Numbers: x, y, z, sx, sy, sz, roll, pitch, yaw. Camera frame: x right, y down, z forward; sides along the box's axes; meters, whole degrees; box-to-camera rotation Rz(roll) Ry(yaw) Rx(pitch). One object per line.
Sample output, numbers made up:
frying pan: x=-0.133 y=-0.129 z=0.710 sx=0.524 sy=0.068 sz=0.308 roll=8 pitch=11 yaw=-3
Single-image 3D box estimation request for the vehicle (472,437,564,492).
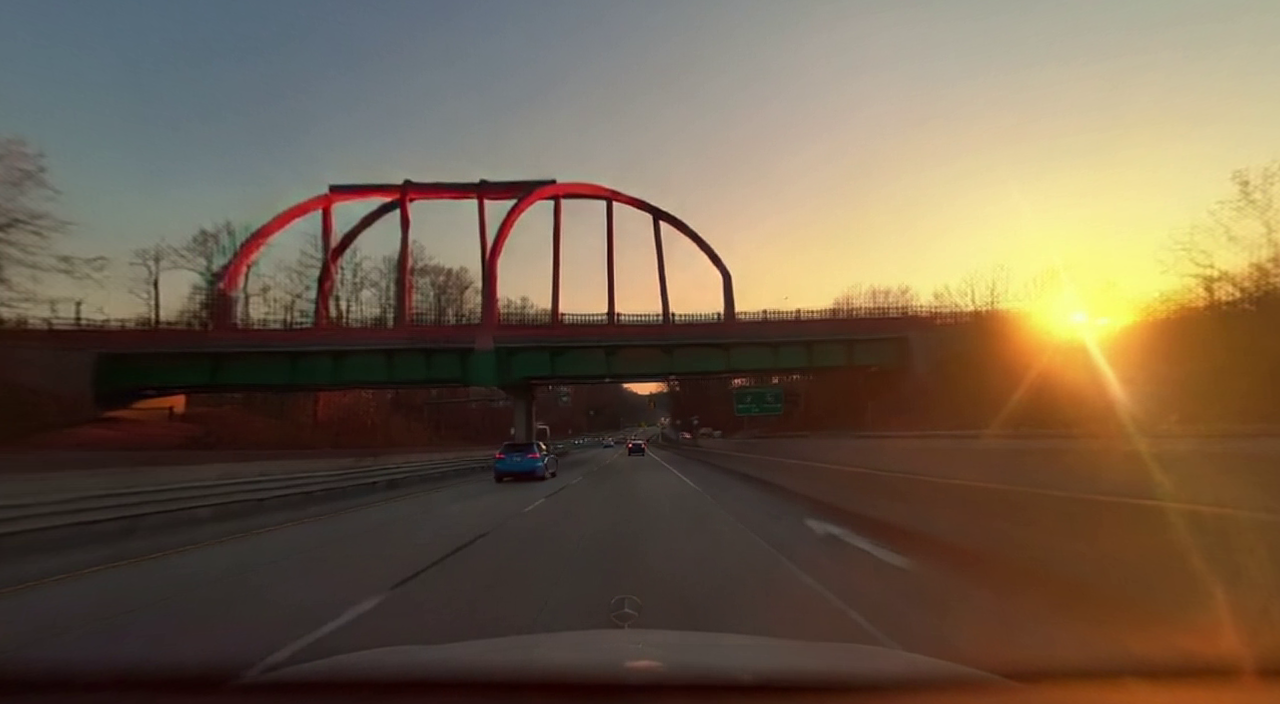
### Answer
vehicle: x=-3.780 y=3.557 z=20.258 sx=2.052 sy=1.556 sz=4.405 roll=0 pitch=-8 yaw=0
